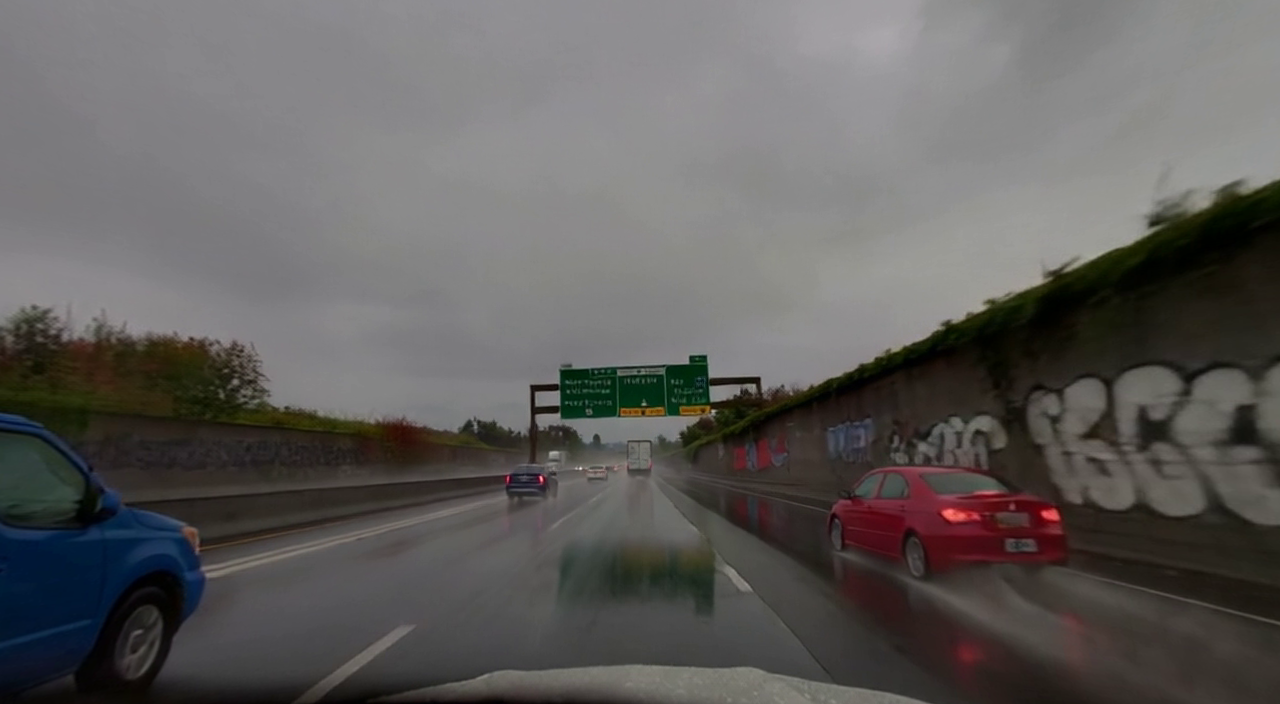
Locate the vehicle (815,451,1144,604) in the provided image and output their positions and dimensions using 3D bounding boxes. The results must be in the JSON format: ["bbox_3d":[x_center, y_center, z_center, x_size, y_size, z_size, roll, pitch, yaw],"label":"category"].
[{"bbox_3d":[3.930,2.120,8.347,1.917,1.458,4.199,1,-11,-1],"label":"vehicle"}]

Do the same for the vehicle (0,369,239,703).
[{"bbox_3d":[-3.397,0.697,1.410,2.004,1.610,4.508,1,-11,0],"label":"vehicle"}]

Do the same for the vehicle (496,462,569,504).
[{"bbox_3d":[-4.052,5.026,24.412,2.054,1.443,4.131,0,-10,0],"label":"vehicle"}]
